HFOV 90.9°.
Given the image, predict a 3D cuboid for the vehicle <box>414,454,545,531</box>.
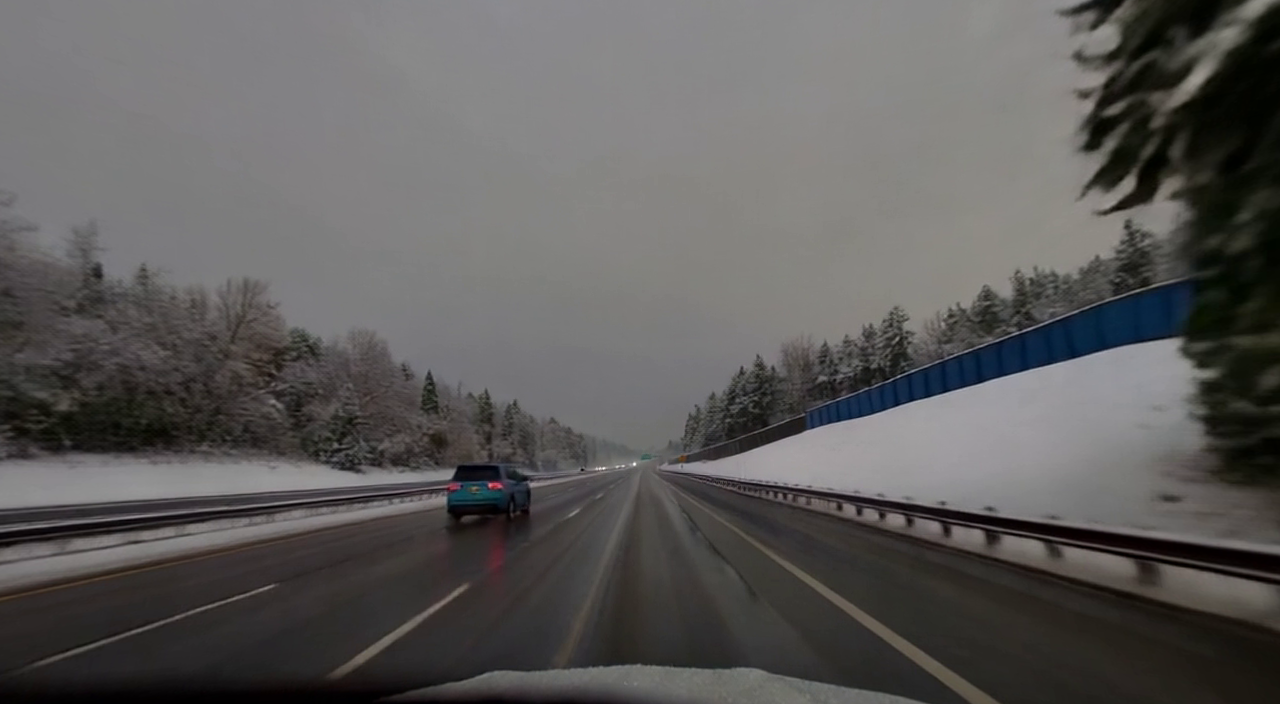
[{"bbox_3d":[-3.525,3.182,14.639,1.985,1.515,3.839,0,-10,0],"label":"vehicle"}]
